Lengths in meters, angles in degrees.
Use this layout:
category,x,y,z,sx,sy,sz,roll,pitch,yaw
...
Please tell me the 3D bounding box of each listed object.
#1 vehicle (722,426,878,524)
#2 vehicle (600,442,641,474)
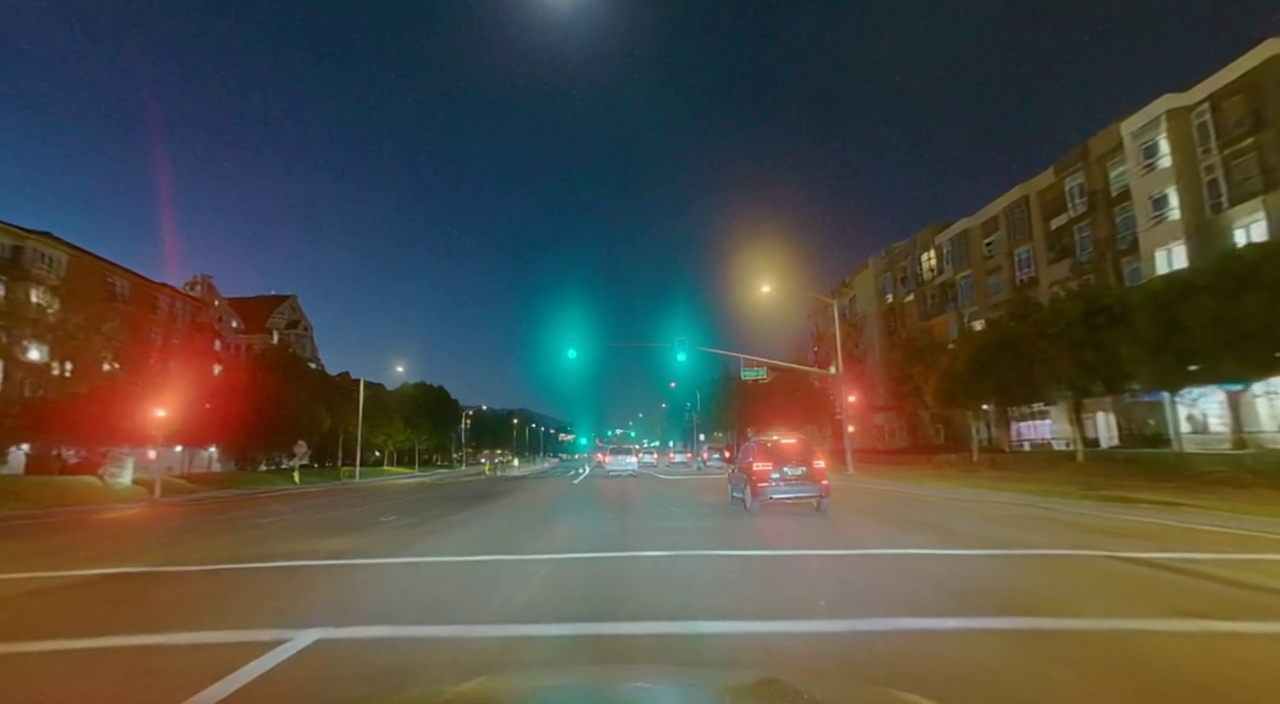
category,x,y,z,sx,sy,sz,roll,pitch,yaw
vehicle,3.082,2.491,13.367,1.893,1.664,4.670,0,-9,-2
vehicle,-1.092,5.783,34.642,2.101,1.641,4.341,0,-9,-2
